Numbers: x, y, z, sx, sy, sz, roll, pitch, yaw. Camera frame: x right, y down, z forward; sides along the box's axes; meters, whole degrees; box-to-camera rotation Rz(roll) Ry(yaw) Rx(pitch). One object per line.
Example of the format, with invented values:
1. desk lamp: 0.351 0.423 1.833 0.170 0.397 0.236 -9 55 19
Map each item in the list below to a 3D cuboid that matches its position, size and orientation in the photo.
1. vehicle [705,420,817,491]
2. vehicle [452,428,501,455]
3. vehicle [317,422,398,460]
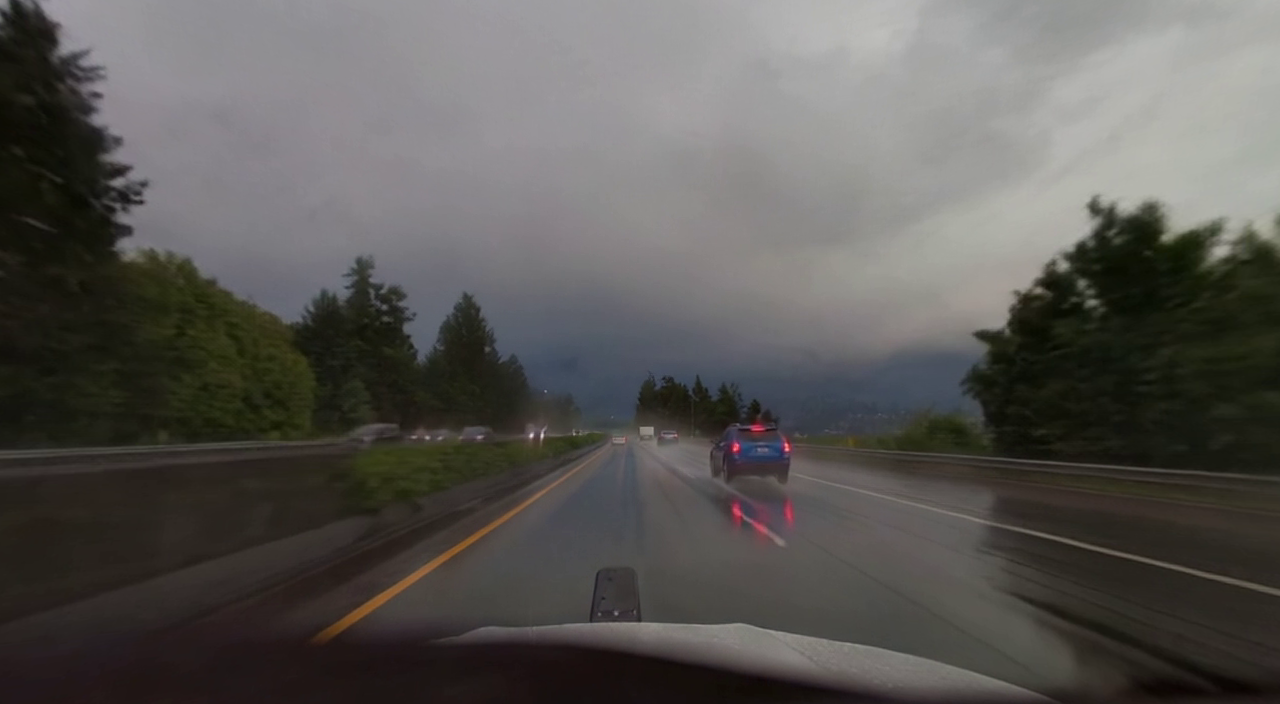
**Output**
1. vehicle: 3.108 2.751 17.271 2.085 1.681 4.436 0 -7 -2
2. vehicle: -9.387 5.159 36.538 1.841 1.482 3.996 0 -7 -1
3. vehicle: -13.422 4.266 30.277 1.978 1.674 4.294 0 -8 -1
